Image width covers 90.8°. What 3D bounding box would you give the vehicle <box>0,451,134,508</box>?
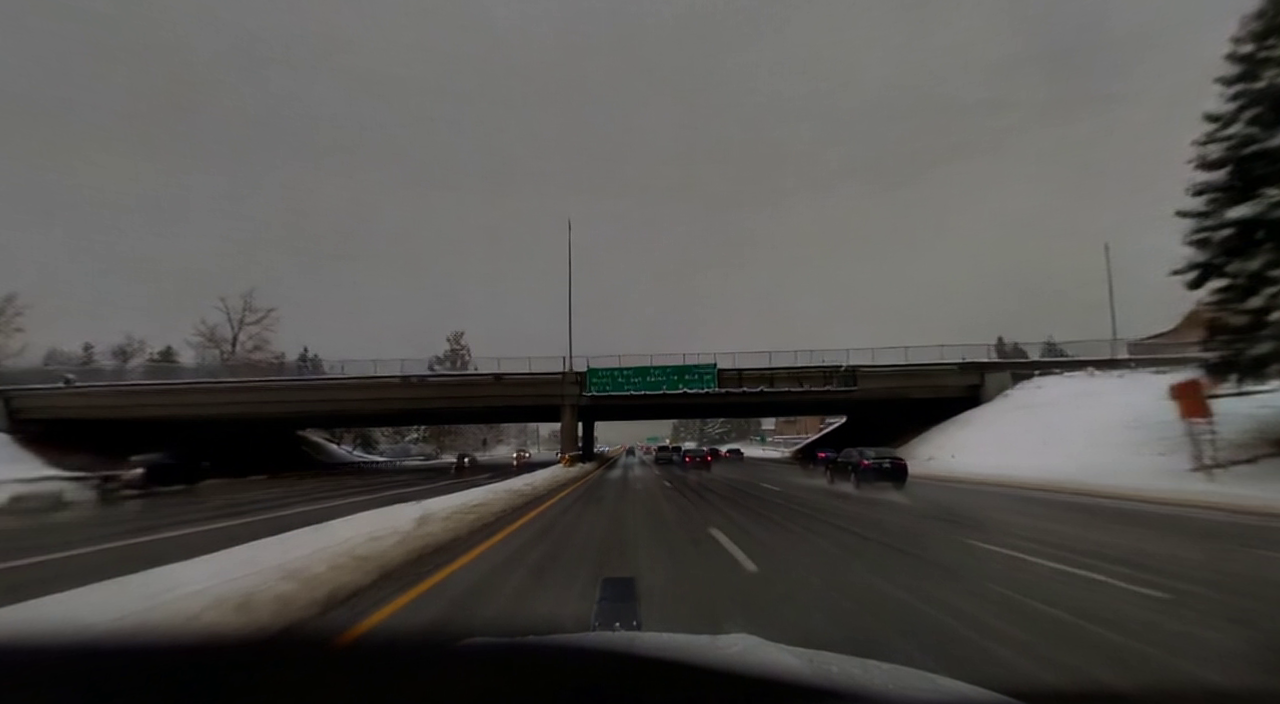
[{"bbox_3d":[-20.695,4.383,22.215,1.973,1.727,4.537,0,-9,0],"label":"vehicle"}]

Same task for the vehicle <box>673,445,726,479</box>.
[{"bbox_3d":[2.809,5.332,30.890,1.993,1.507,4.594,0,-9,-2],"label":"vehicle"}]

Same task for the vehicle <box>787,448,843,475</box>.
[{"bbox_3d":[9.860,6.168,35.872,1.838,1.440,4.121,0,-9,-2],"label":"vehicle"}]

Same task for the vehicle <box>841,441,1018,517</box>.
[{"bbox_3d":[6.540,2.894,14.964,1.952,1.489,4.483,0,-9,-2],"label":"vehicle"}]
